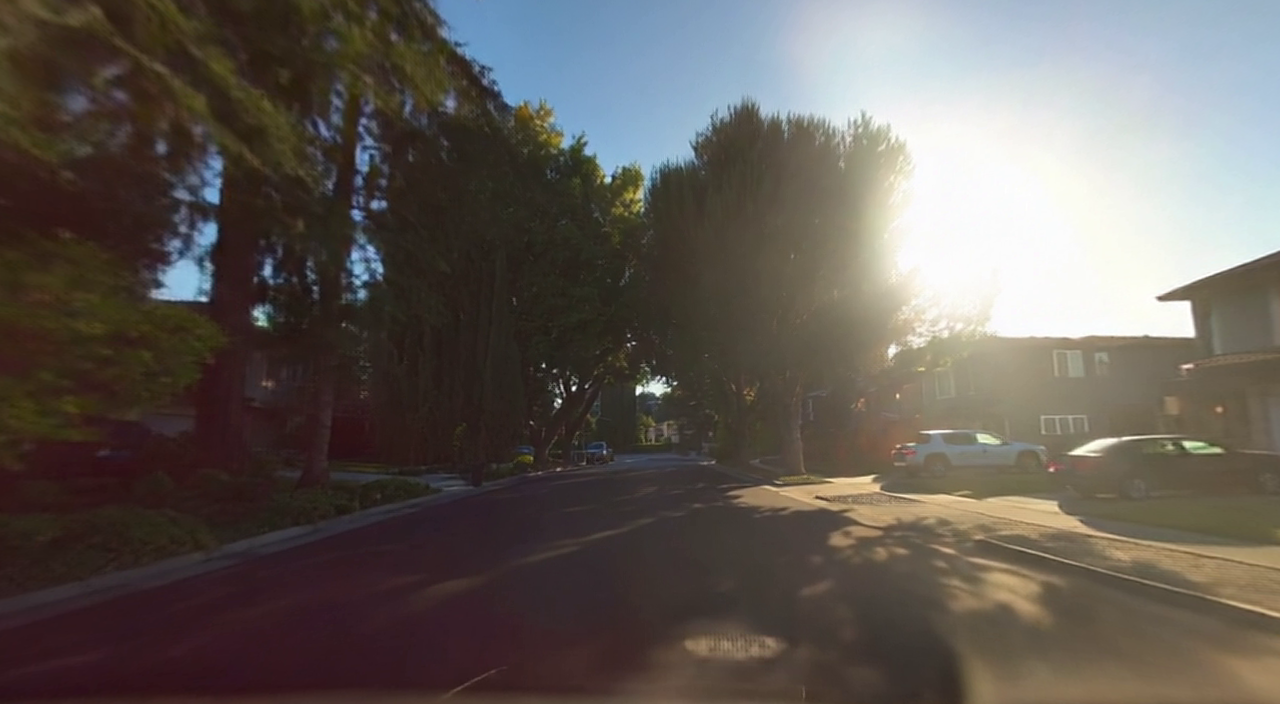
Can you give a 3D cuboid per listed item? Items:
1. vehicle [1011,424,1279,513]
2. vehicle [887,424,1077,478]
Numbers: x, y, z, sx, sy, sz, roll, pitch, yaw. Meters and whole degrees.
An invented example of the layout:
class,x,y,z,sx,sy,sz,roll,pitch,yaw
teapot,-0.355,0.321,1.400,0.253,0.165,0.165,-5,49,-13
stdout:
class,x,y,z,sx,sy,sz,roll,pitch,yaw
vehicle,10.954,2.449,13.483,4.710,1.512,1.894,-3,-9,1
vehicle,12.429,3.646,23.217,5.637,1.890,2.171,0,-9,2
